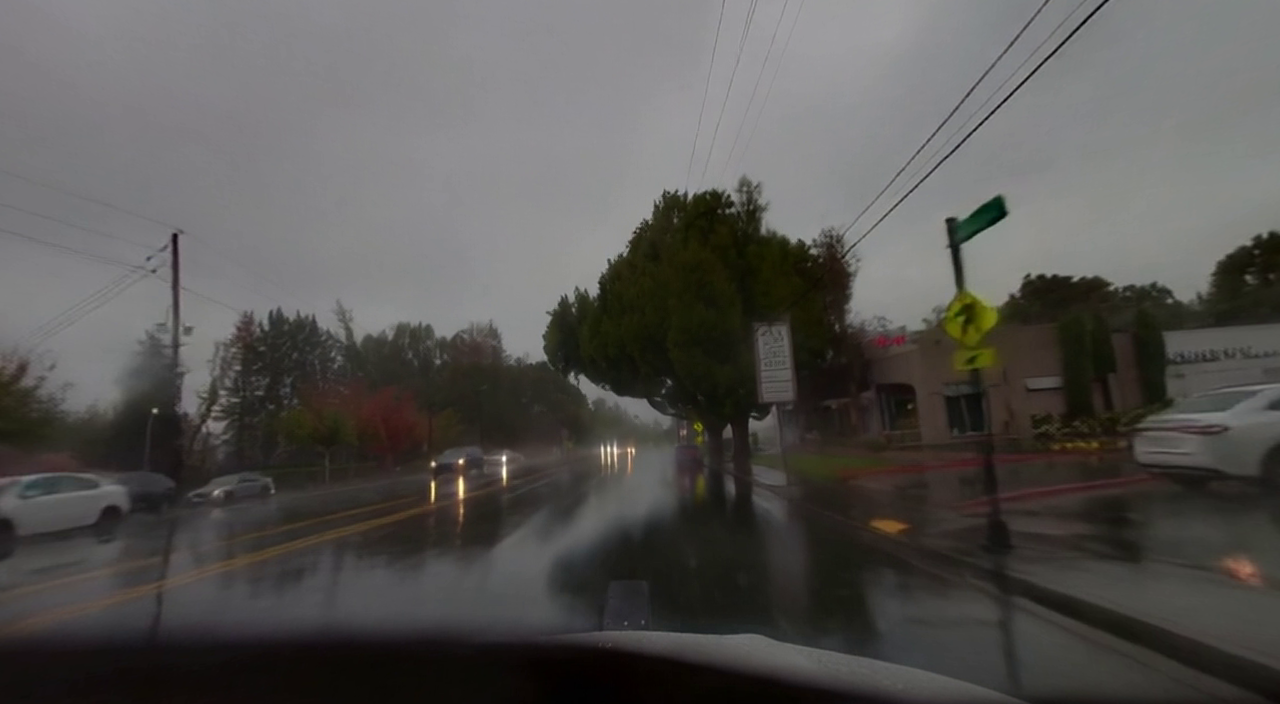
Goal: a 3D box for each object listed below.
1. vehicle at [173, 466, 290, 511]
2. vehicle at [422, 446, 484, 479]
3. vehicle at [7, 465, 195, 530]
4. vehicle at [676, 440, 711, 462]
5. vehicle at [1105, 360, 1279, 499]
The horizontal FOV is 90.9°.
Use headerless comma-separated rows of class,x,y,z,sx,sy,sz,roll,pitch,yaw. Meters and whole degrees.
vehicle,-17.835,5.953,27.865,1.902,1.484,4.908,-4,-9,1
vehicle,-10.983,6.492,37.342,2.079,1.812,4.757,-1,-8,2
vehicle,-17.991,4.827,21.474,1.882,1.706,4.938,-3,-9,3
vehicle,3.709,7.005,44.697,2.041,1.523,4.281,0,-8,-1
vehicle,9.916,1.117,9.078,4.843,1.748,1.985,0,-8,-3
